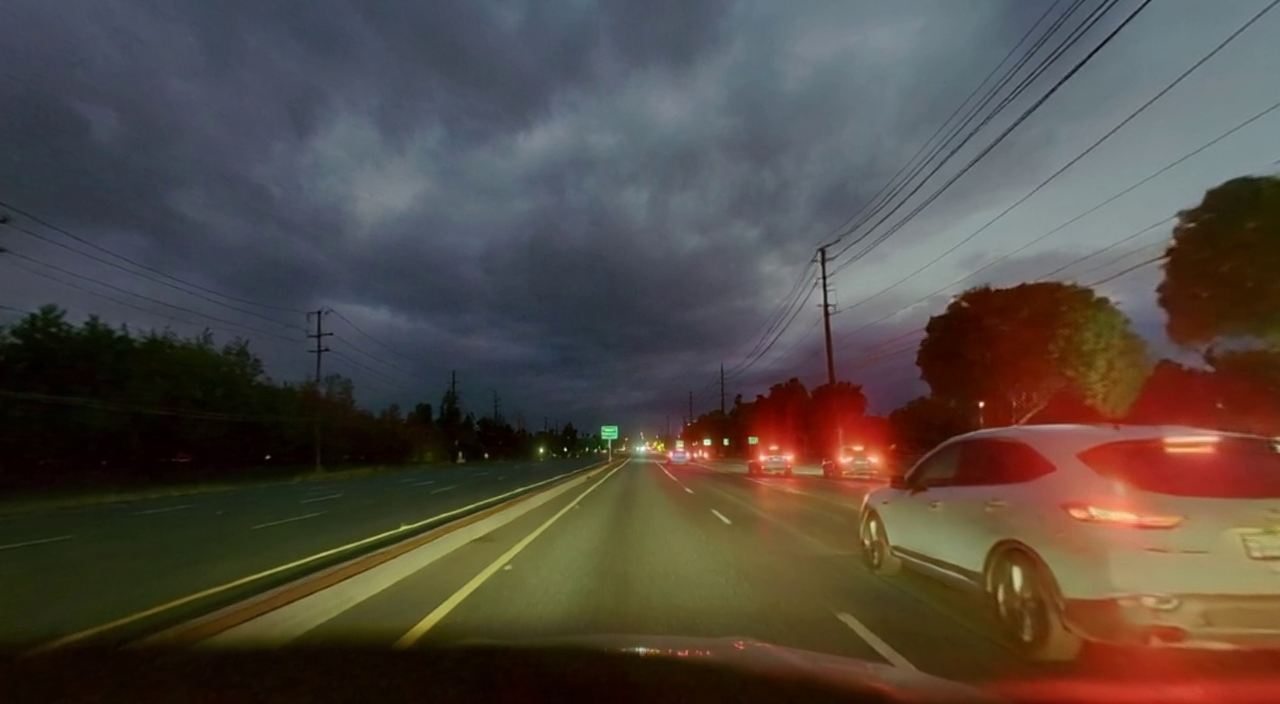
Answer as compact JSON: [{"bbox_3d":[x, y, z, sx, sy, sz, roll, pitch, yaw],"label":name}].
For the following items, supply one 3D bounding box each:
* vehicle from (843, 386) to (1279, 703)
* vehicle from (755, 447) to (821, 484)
[{"bbox_3d":[3.341,1.295,5.016,2.078,1.668,4.078,0,-9,0],"label":"vehicle"},{"bbox_3d":[6.462,4.984,28.145,1.882,1.476,4.344,0,-8,0],"label":"vehicle"}]
